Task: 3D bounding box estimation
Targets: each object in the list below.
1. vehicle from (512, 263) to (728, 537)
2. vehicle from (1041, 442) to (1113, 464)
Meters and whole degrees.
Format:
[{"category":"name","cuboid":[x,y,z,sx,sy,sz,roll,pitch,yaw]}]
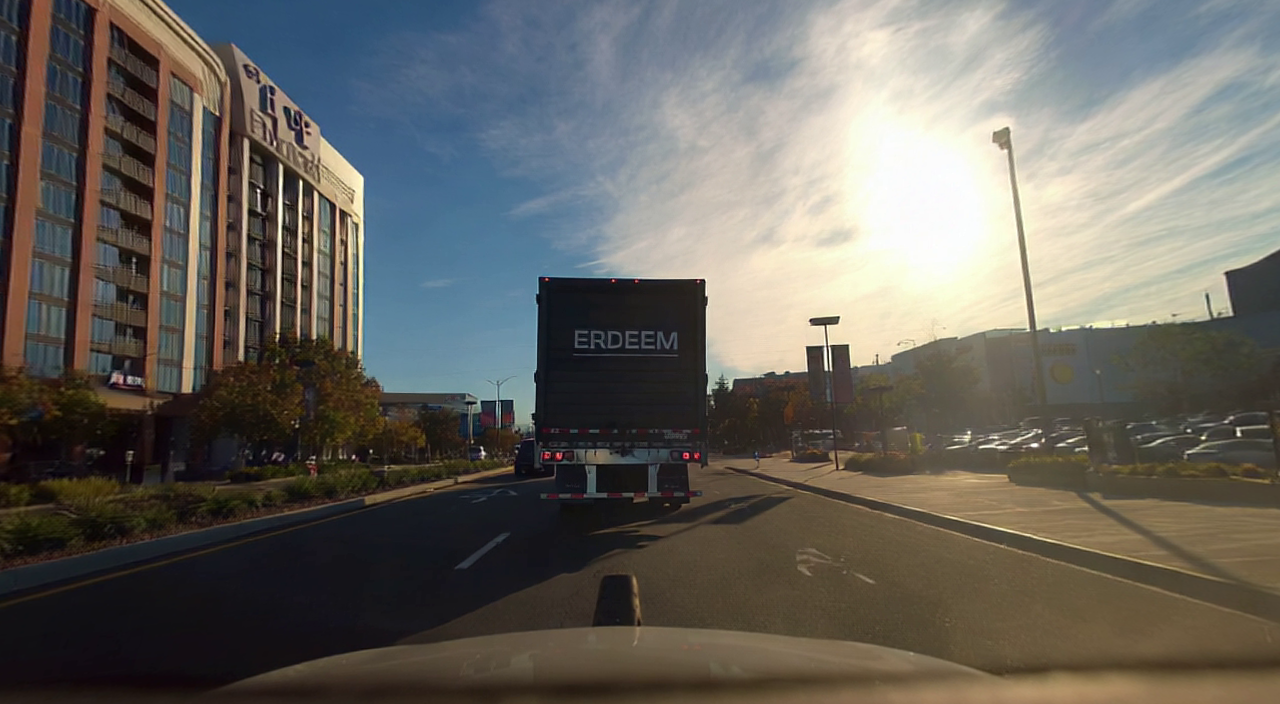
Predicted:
[{"category":"vehicle","cuboid":[-0.196,1.228,13.240,2.876,3.724,9.351,-1,-8,1]},{"category":"vehicle","cuboid":[31.364,7.220,45.162,1.652,1.423,3.797,5,-9,-35]}]
